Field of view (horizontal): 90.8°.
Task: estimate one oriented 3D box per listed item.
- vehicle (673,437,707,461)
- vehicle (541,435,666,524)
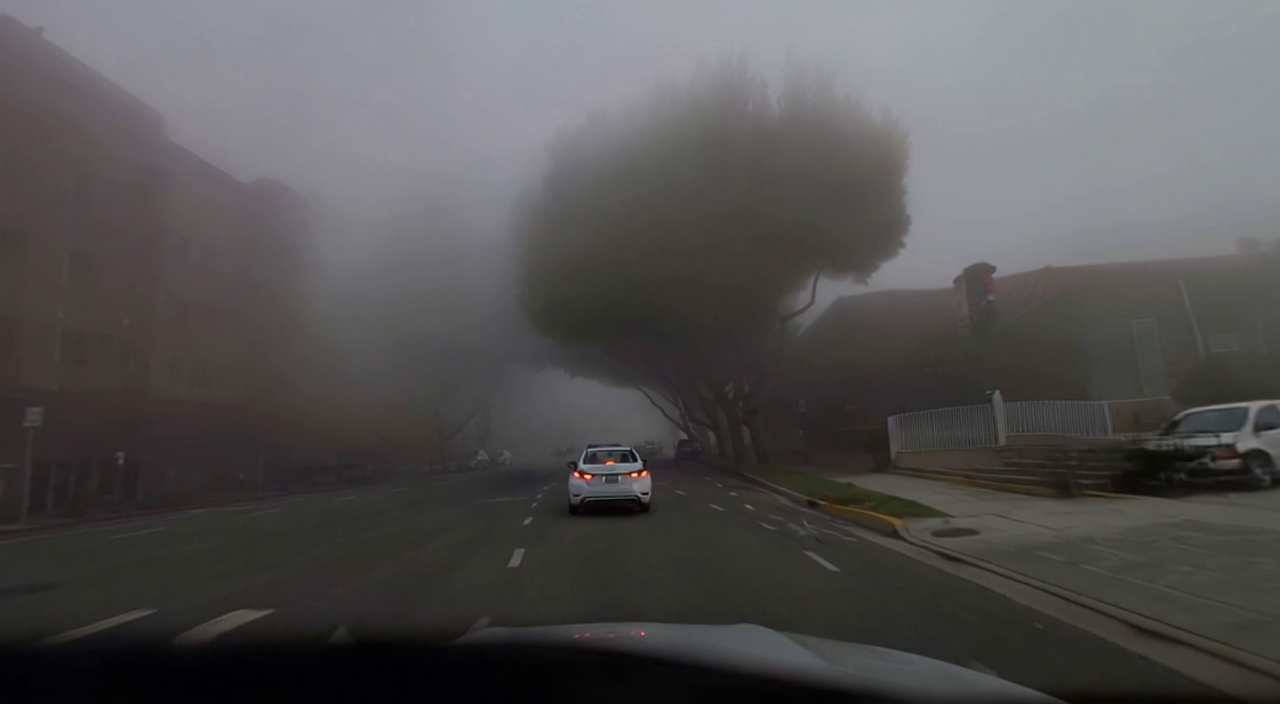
[{"bbox_3d":[3.258,6.446,41.908,1.972,1.484,3.974,0,-8,1],"label":"vehicle"},{"bbox_3d":[-0.733,2.498,12.984,2.116,1.479,4.358,0,-9,-3],"label":"vehicle"}]
